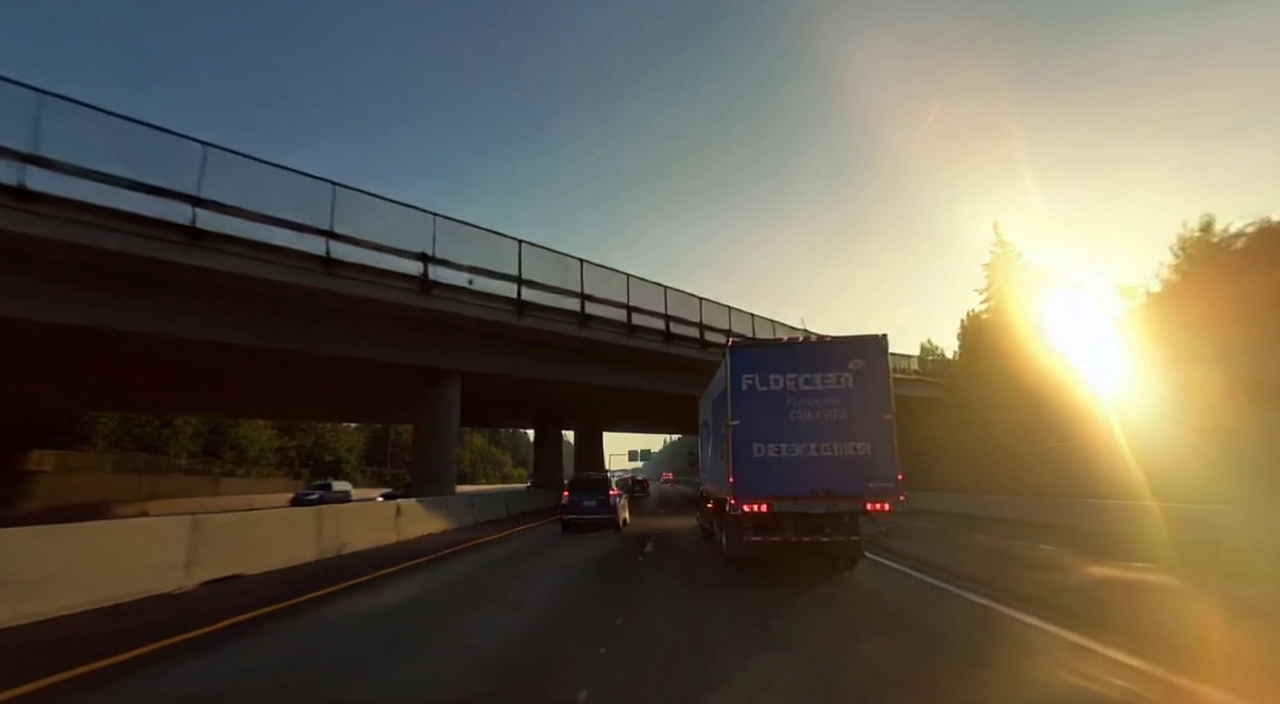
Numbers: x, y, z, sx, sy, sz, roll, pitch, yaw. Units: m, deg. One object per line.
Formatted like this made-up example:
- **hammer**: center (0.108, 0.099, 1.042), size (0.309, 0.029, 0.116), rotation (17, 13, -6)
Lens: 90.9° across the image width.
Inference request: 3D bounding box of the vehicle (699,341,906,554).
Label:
- **vehicle**: center (3.342, 2.544, 16.149), size (2.980, 3.834, 9.423), rotation (0, -10, 1)

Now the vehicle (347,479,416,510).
- **vehicle**: center (-13.932, 7.668, 34.170), size (1.788, 1.465, 4.145), rotation (0, -11, 3)

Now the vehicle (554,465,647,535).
- **vehicle**: center (-0.949, 4.099, 17.977), size (2.124, 1.653, 4.857), rotation (0, -10, 3)
